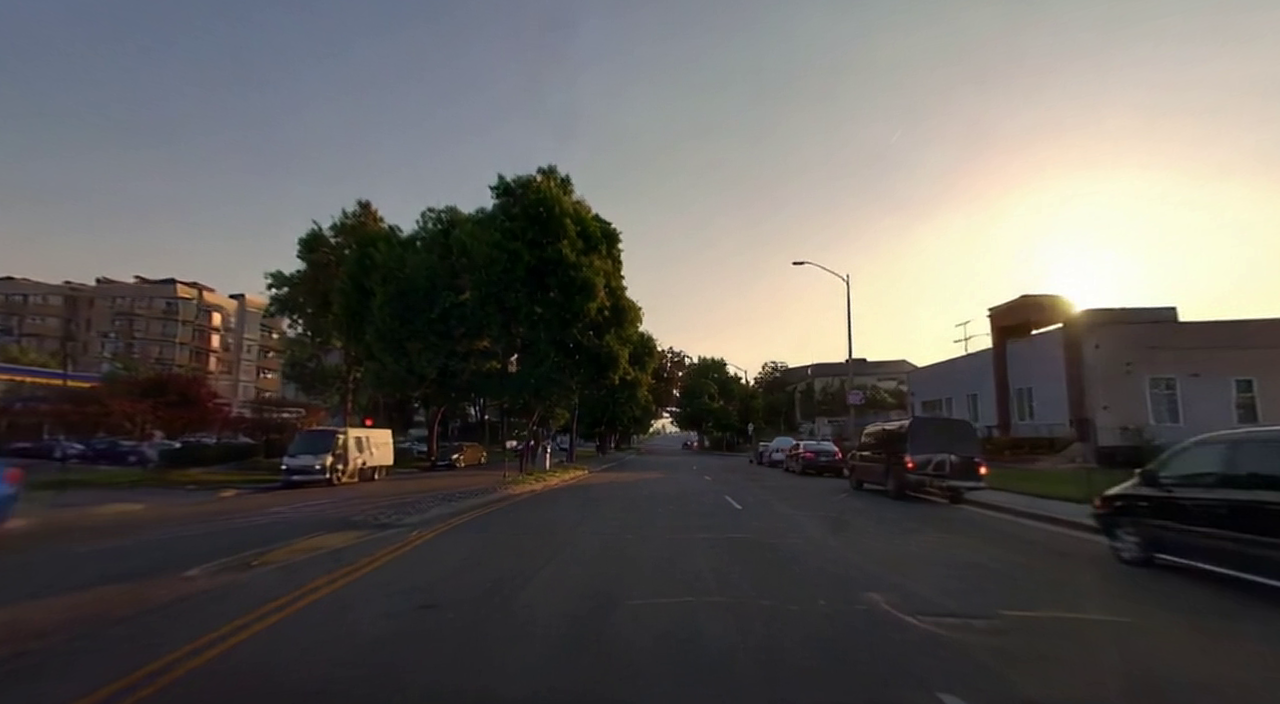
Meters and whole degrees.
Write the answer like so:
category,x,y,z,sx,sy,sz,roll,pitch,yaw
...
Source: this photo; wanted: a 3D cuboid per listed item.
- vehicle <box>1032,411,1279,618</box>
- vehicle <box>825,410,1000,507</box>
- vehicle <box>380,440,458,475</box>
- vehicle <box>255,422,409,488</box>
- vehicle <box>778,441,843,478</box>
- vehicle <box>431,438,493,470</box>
category,x,y,z,sx,sy,sz,roll,pitch,yaw
vehicle,6.384,1.476,6.054,1.995,1.720,5.067,0,-9,0
vehicle,6.822,2.775,16.831,2.181,2.103,6.044,-1,-9,3
vehicle,-10.058,4.819,29.136,1.785,1.478,4.329,-1,-9,4
vehicle,-10.422,3.566,22.098,2.214,1.994,5.721,-1,-9,3
vehicle,7.175,4.548,27.016,1.738,1.436,4.232,0,-9,2
vehicle,-9.807,5.644,35.251,1.954,1.652,4.440,-1,-9,3
